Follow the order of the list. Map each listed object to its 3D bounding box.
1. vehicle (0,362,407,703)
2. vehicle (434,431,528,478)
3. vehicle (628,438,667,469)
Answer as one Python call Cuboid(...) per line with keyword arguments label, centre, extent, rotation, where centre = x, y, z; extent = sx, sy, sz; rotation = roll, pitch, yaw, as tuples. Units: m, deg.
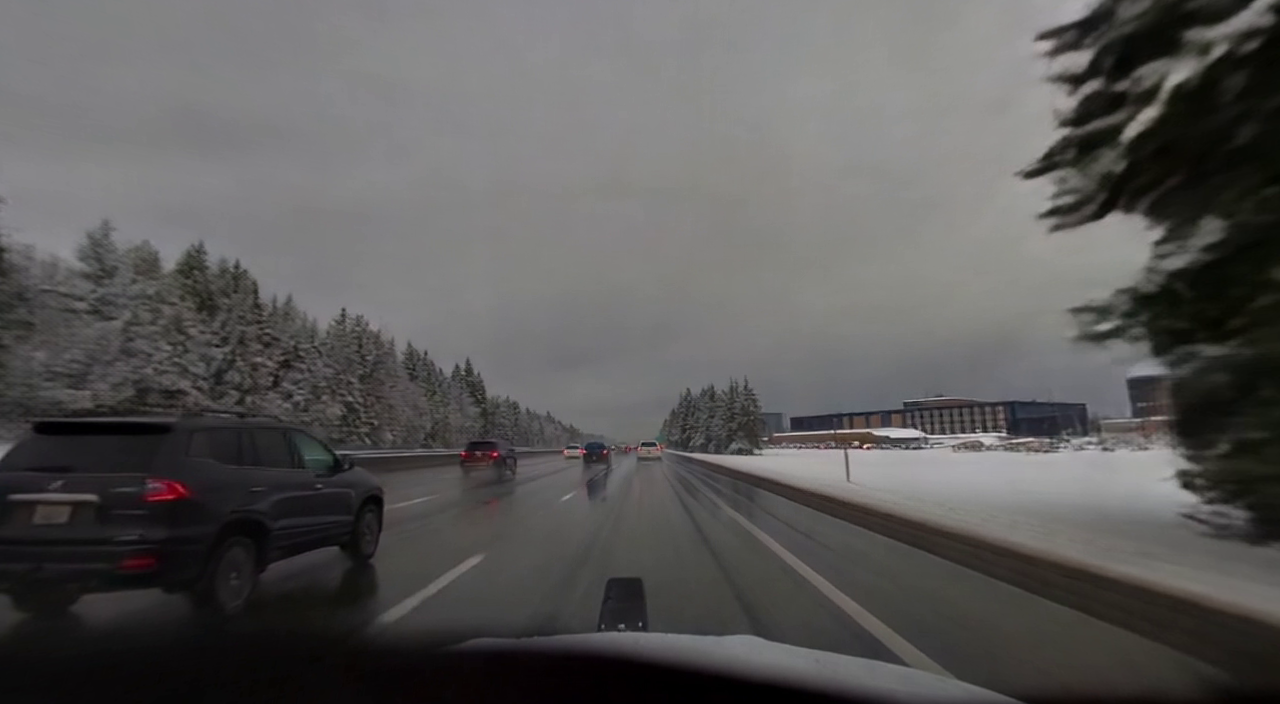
Cuboid(label="vehicle", centre=(-4.078, 1.261, 5.531), extent=(2.136, 1.718, 4.873), rotation=(0, -8, 1))
Cuboid(label="vehicle", centre=(-7.032, 4.622, 28.793), extent=(2.521, 1.901, 5.988), rotation=(-1, -8, 2))
Cuboid(label="vehicle", centre=(0.421, 5.949, 37.251), extent=(2.135, 1.697, 4.757), rotation=(0, -8, 0))
